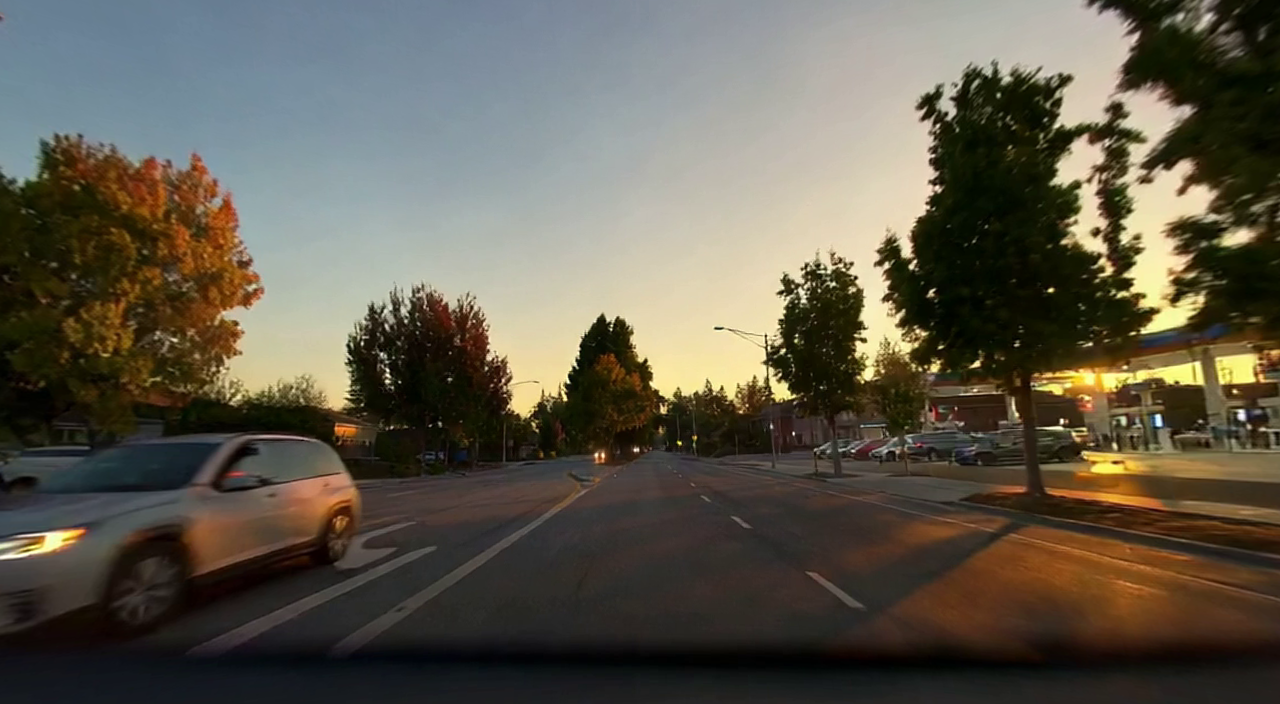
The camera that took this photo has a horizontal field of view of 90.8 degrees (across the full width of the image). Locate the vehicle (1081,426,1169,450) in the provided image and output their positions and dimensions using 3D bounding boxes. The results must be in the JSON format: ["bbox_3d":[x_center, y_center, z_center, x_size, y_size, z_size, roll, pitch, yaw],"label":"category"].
[{"bbox_3d":[29.664,5.290,38.704,3.975,1.436,1.668,0,-8,-1],"label":"vehicle"}]

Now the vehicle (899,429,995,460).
[{"bbox_3d":[17.547,5.326,36.270,4.426,1.700,2.077,0,-8,-4],"label":"vehicle"}]

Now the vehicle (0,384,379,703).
[{"bbox_3d":[-3.927,1.245,4.668,2.025,1.650,4.275,-1,-8,2],"label":"vehicle"}]

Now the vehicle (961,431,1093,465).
[{"bbox_3d":[17.213,4.299,28.292,4.545,1.443,1.976,-1,-9,2],"label":"vehicle"}]
